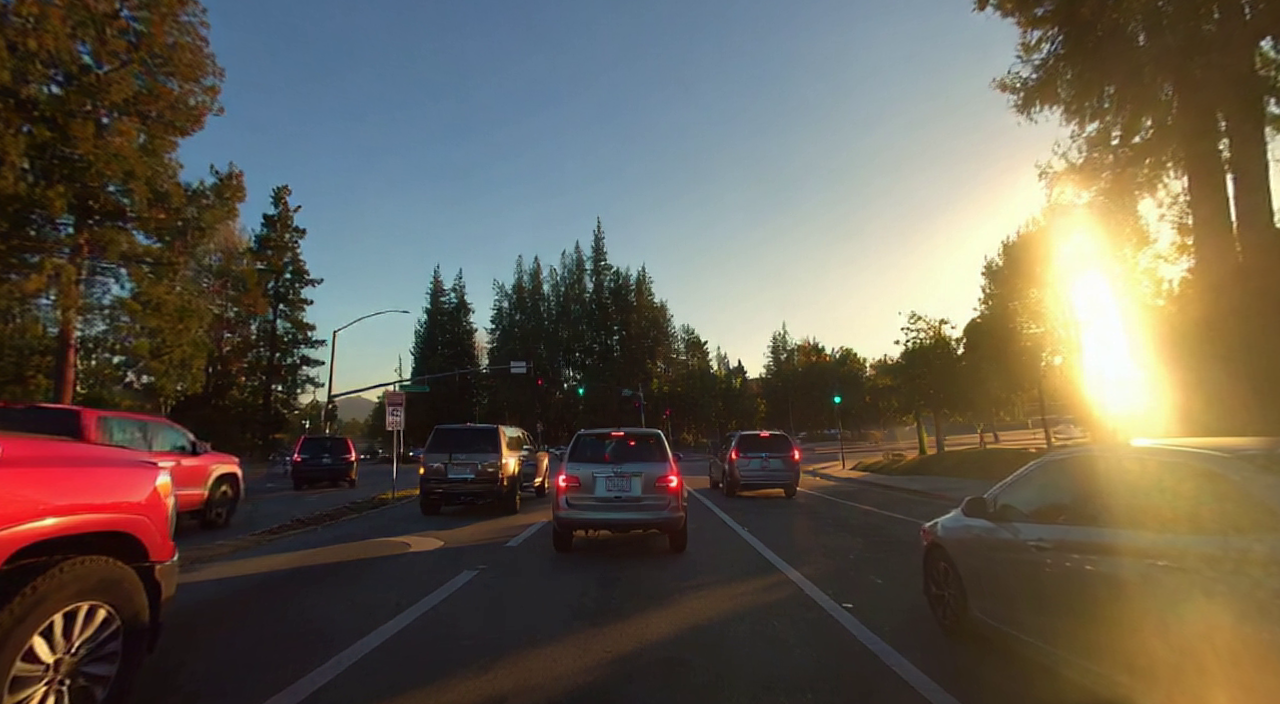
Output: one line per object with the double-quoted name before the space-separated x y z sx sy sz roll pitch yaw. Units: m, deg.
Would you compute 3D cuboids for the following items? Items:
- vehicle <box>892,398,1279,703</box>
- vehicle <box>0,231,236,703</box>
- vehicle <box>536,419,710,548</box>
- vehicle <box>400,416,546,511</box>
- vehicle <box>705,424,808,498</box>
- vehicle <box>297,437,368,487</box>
"vehicle" 3.019 1.004 2.791 1.874 1.477 4.698 0 -8 0
"vehicle" -3.471 0.358 0.332 2.656 2.021 5.800 0 -8 0
"vehicle" -0.222 1.939 9.879 2.194 1.607 3.690 0 -8 0
"vehicle" -3.629 2.531 14.706 2.089 1.857 4.488 0 -8 1
"vehicle" 3.178 3.086 18.229 2.102 1.841 4.587 0 -8 0
"vehicle" -11.655 4.113 23.981 2.122 1.653 4.807 4 -9 -25
